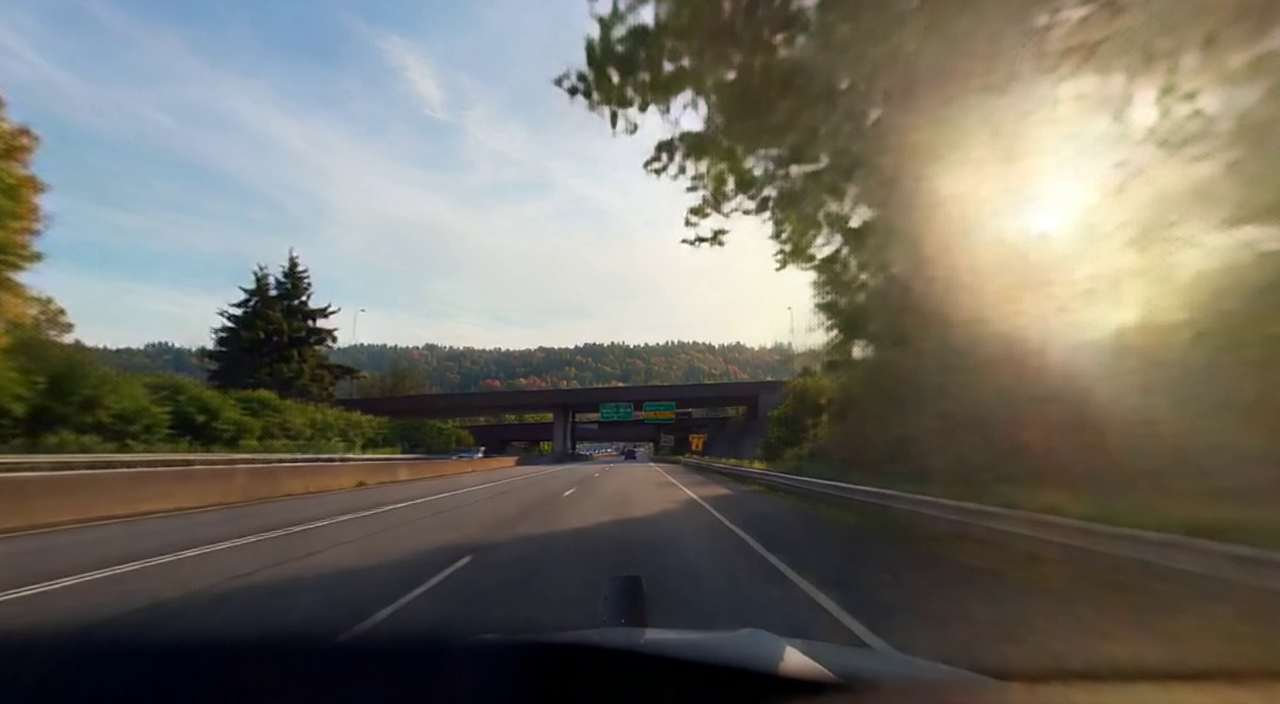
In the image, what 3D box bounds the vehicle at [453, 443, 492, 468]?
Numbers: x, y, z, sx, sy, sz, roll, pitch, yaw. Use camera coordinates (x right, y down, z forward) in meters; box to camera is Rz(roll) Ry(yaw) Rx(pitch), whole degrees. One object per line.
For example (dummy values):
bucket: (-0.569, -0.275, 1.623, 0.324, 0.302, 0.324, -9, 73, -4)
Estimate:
vehicle: (-12.596, 7.775, 47.503, 1.869, 1.751, 4.427, 0, -9, -2)
